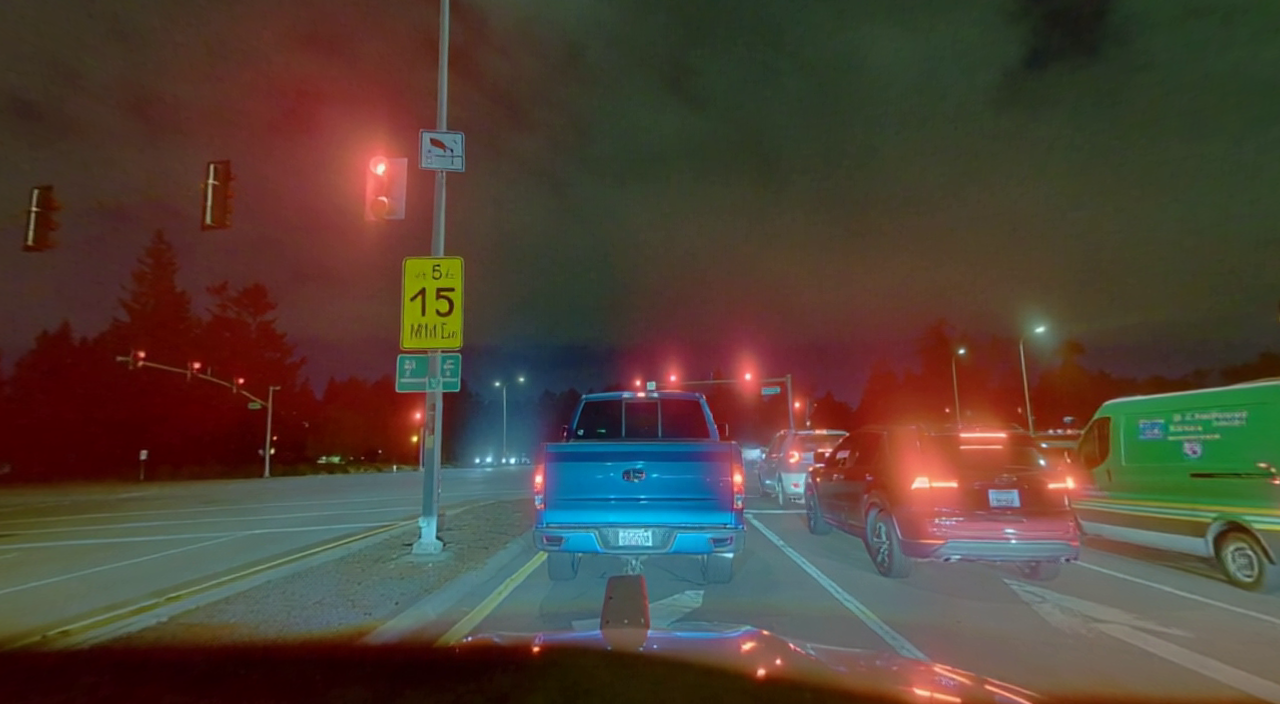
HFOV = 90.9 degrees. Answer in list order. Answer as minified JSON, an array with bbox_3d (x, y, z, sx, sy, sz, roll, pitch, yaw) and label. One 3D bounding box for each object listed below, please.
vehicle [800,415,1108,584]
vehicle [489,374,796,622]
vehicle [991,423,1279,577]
[{"bbox_3d":[3.573,1.731,8.201,1.981,1.616,4.006,0,-8,1],"label":"vehicle"},{"bbox_3d":[0.044,1.474,7.356,2.326,1.880,4.964,0,-8,1],"label":"vehicle"},{"bbox_3d":[6.827,1.743,8.263,1.973,1.470,4.228,0,-8,0],"label":"vehicle"}]
